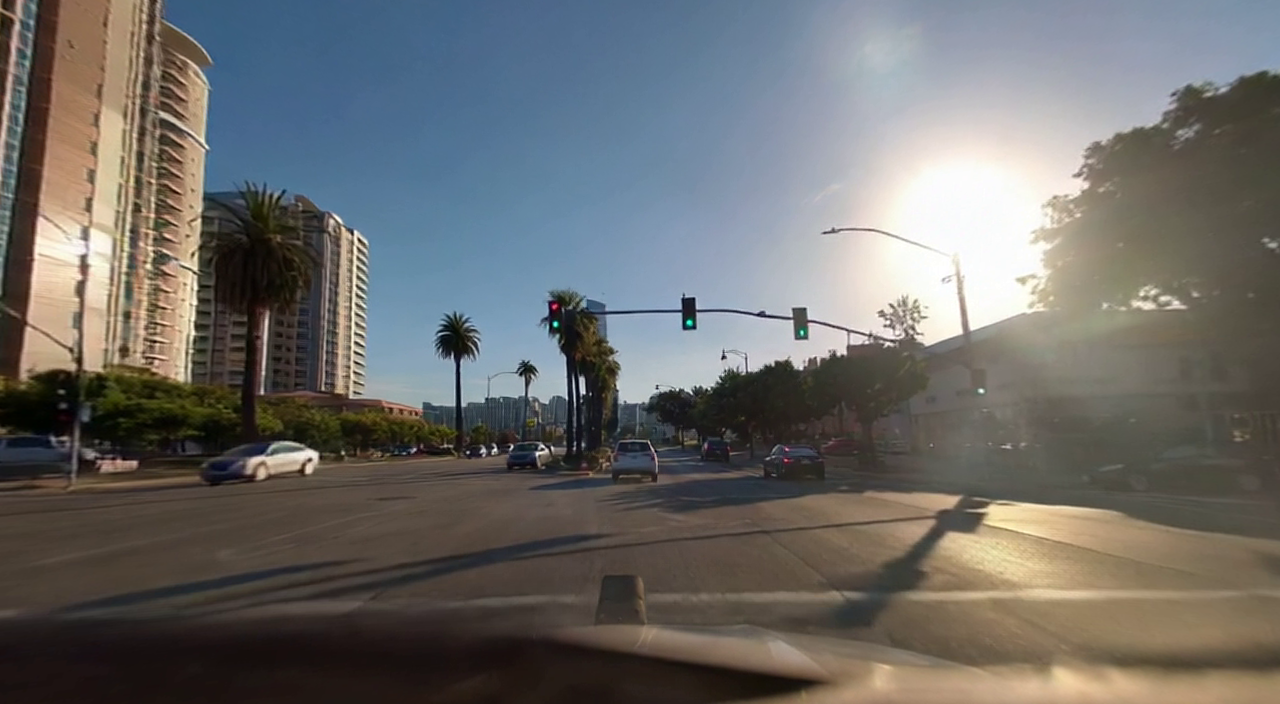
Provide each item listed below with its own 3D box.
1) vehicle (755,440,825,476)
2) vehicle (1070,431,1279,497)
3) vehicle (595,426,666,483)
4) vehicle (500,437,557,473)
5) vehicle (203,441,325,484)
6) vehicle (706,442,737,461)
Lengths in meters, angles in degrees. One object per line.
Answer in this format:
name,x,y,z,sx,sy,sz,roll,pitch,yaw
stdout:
vehicle,6.716,4.807,28.757,1.975,1.483,4.769,0,-8,-1
vehicle,15.351,3.121,17.758,4.722,1.695,2.121,-2,-9,11
vehicle,-0.306,3.622,22.444,2.277,1.816,4.192,0,-8,0
vehicle,-5.310,4.933,30.495,2.028,1.489,4.386,-3,-8,-1
vehicle,-14.770,4.347,25.113,1.850,1.544,4.858,0,-8,0
vehicle,6.388,7.855,49.829,1.777,1.443,3.942,0,-8,-2
